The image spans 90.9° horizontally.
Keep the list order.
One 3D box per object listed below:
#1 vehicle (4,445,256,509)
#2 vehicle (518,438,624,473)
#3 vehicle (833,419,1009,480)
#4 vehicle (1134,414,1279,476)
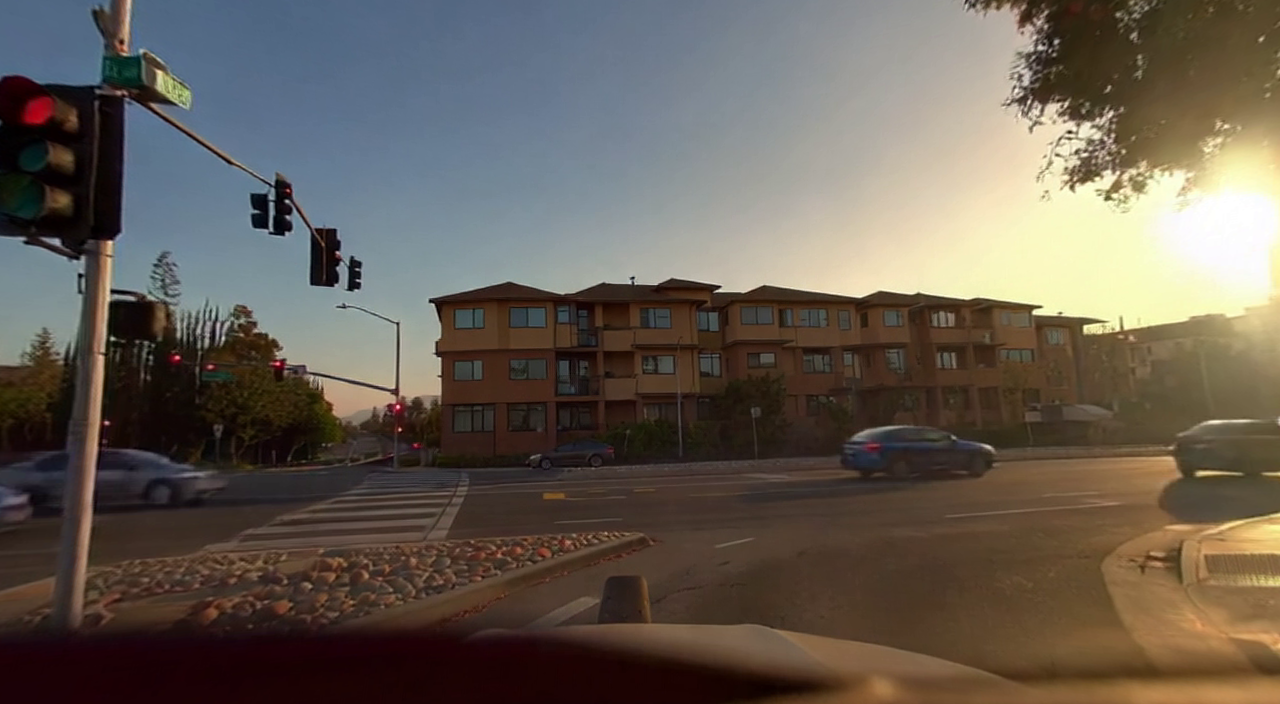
[{"bbox_3d":[-13.102,3.205,16.605,4.691,1.478,1.908,2,-9,-16],"label":"vehicle"},{"bbox_3d":[-2.986,4.434,27.238,4.289,1.415,1.774,2,-9,-17],"label":"vehicle"},{"bbox_3d":[8.520,2.945,19.233,4.711,1.688,1.915,2,-9,-17],"label":"vehicle"},{"bbox_3d":[17.330,2.731,18.544,4.581,1.650,1.958,2,-9,-16],"label":"vehicle"}]
